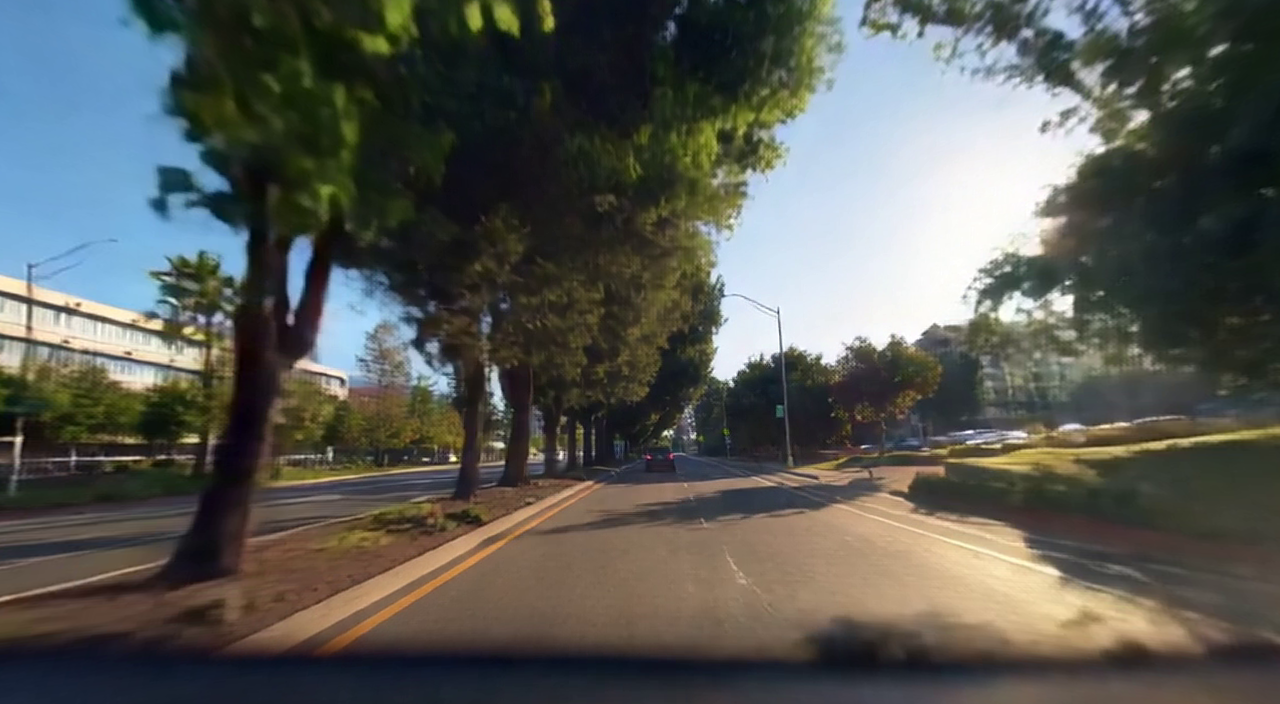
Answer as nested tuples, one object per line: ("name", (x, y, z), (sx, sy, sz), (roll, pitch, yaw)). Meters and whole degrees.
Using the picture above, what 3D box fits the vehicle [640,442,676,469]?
("vehicle", (1.136, 6.709, 41.005), (2.158, 1.600, 3.865), (-1, -9, 1))

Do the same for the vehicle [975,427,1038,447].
("vehicle", (28.670, 6.715, 49.597), (1.847, 1.451, 4.470), (1, -8, -7))
